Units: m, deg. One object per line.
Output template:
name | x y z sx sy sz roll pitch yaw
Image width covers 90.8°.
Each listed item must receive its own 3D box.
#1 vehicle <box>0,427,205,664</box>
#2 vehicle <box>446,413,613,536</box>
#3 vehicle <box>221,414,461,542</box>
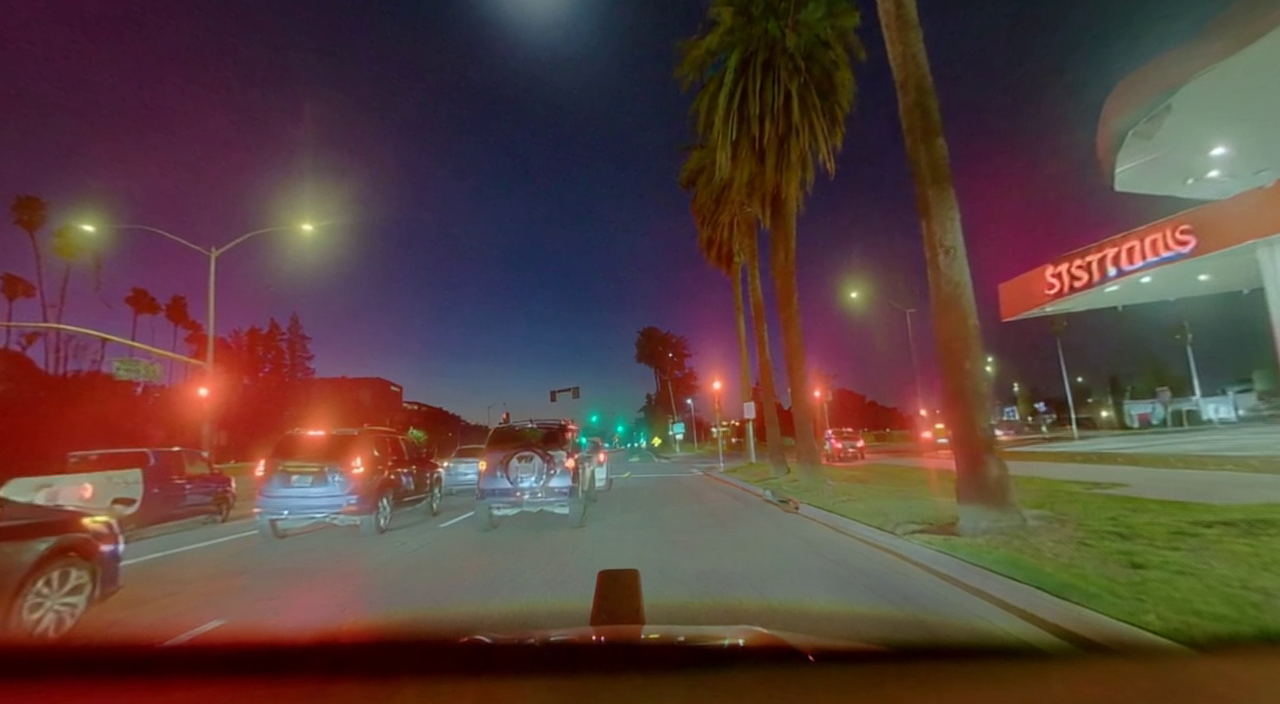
vehicle | -5.234 1.223 3.735 1.885 1.567 4.775 0 -9 1
vehicle | -1.689 2.097 11.352 2.153 1.759 4.320 0 -9 1
vehicle | -5.116 2.227 11.802 2.025 1.862 4.804 0 -9 1
